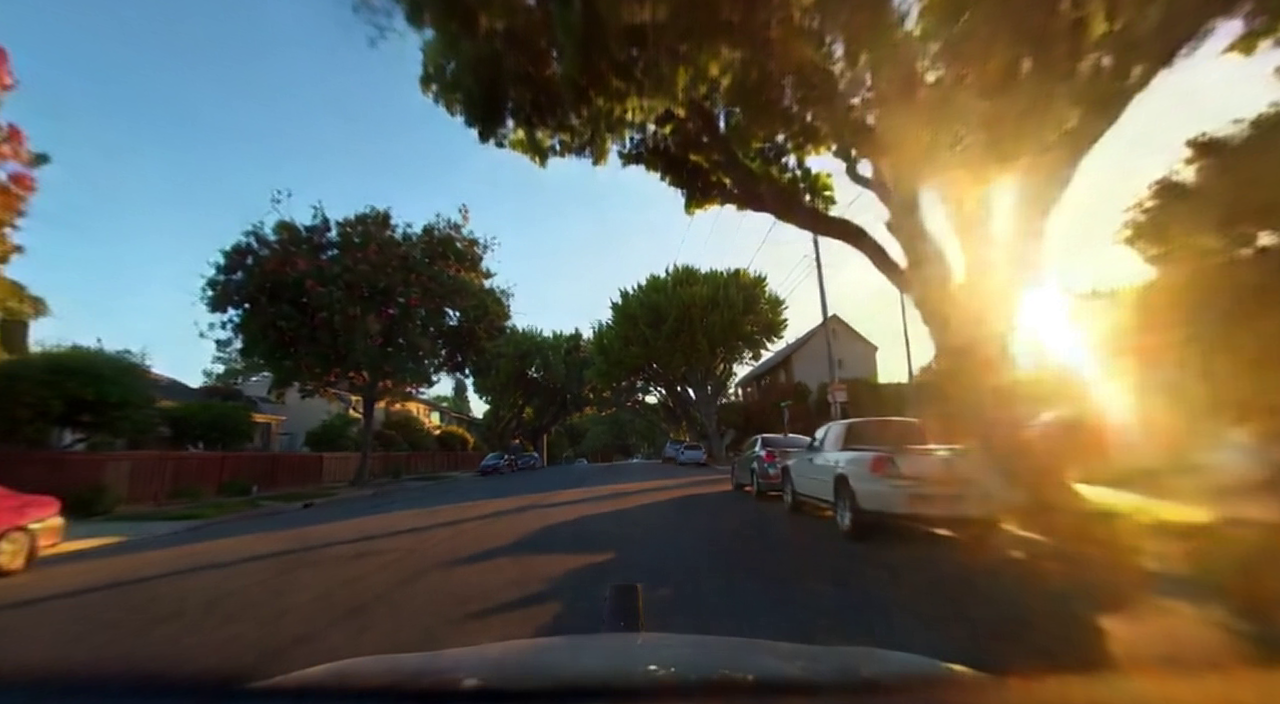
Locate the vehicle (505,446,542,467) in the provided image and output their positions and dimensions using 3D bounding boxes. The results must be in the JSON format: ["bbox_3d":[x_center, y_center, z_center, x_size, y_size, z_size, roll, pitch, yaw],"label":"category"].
[{"bbox_3d":[-9.121,8.188,49.754,2.027,1.584,4.476,0,-8,1],"label":"vehicle"}]

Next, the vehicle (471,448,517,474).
[{"bbox_3d":[-8.795,6.581,38.479,1.937,1.427,4.510,0,-8,-3],"label":"vehicle"}]

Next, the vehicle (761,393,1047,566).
[{"bbox_3d":[3.149,1.635,8.807,1.928,1.751,4.537,0,-8,-1],"label":"vehicle"}]

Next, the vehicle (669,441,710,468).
[{"bbox_3d":[2.929,6.224,38.426,1.927,1.529,4.144,0,-8,-3],"label":"vehicle"}]
